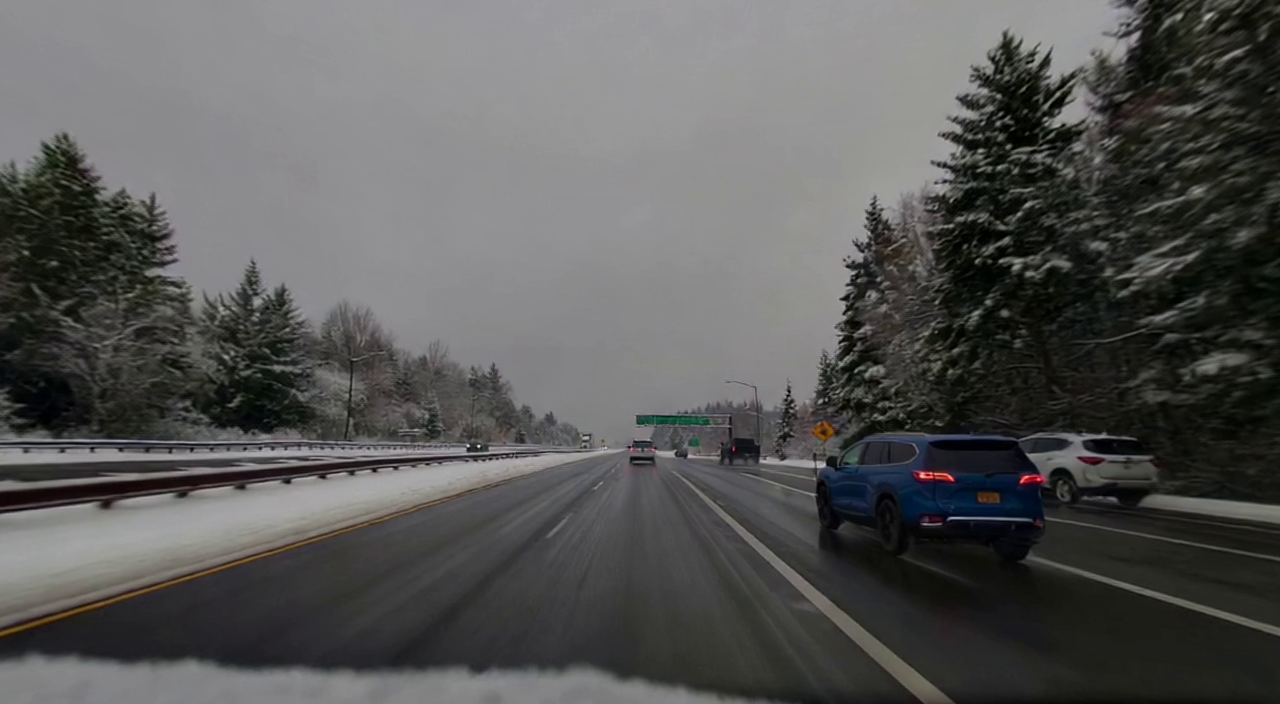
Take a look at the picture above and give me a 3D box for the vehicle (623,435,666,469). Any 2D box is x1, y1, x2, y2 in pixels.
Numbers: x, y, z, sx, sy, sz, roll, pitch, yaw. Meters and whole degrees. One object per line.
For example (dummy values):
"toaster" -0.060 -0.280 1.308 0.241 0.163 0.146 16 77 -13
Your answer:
"vehicle" 0.178 5.641 35.916 2.181 1.768 4.383 0 -8 -2

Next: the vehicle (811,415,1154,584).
"vehicle" 4.016 1.774 8.520 2.097 1.659 4.320 0 -8 -2

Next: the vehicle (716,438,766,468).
"vehicle" 7.859 7.930 49.915 2.526 2.230 6.190 1 -8 -4

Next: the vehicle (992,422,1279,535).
"vehicle" 9.765 2.493 13.152 1.967 1.816 4.775 3 -8 -3
